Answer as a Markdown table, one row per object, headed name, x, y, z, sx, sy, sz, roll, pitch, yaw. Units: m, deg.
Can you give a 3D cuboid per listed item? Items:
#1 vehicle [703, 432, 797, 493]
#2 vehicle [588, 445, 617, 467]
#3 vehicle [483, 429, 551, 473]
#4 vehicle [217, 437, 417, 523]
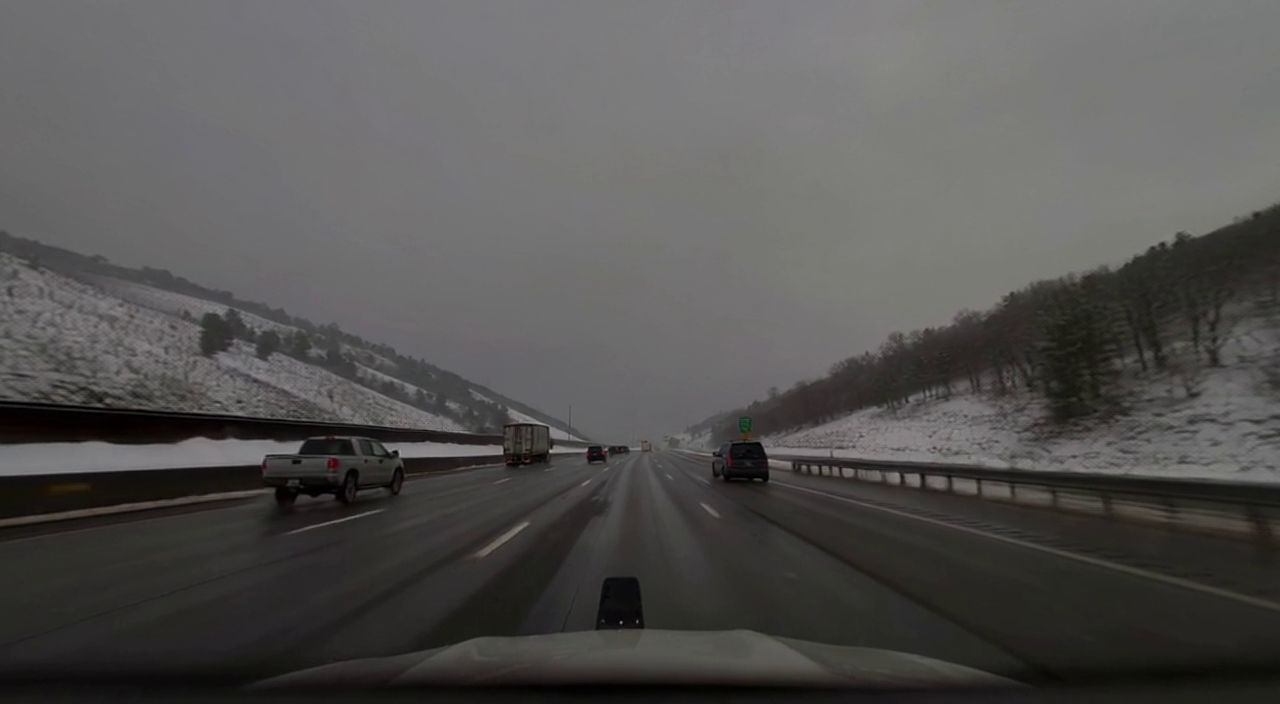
| name | x | y | z | sx | sy | sz | roll | pitch | yaw |
| --- | --- | --- | --- | --- | --- | --- | --- | --- | --- |
| vehicle | 3.465 | 3.604 | 20.851 | 2.231 | 1.789 | 4.700 | 0 | -9 | 0 |
| vehicle | -2.850 | 7.943 | 48.345 | 2.009 | 1.593 | 4.378 | 0 | -9 | 0 |
| vehicle | -7.627 | 6.308 | 40.114 | 2.937 | 2.509 | 7.090 | 0 | -9 | -1 |
| vehicle | -6.787 | 2.724 | 14.032 | 1.935 | 1.550 | 4.883 | 0 | -9 | -1 |
